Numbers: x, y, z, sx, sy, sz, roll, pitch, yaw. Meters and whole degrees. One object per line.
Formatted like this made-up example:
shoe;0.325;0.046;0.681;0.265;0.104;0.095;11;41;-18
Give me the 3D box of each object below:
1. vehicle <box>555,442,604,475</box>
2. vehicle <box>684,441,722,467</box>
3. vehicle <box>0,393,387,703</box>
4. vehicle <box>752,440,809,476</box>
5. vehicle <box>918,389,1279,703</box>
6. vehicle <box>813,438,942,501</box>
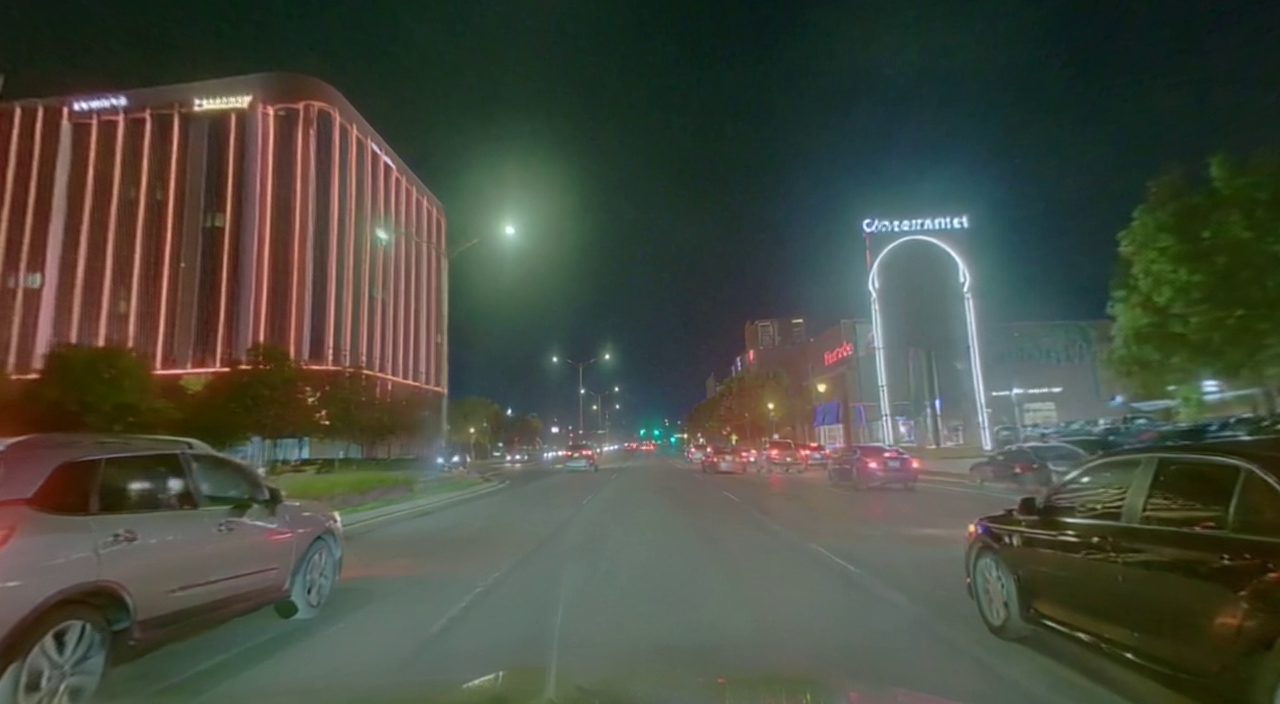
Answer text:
vehicle;-2.889;5.201;31.040;1.917;1.511;4.436;0;-8;1
vehicle;4.205;6.890;42.711;2.007;1.683;4.171;0;-8;-2
vehicle;-3.597;1.095;3.637;2.155;1.504;4.776;-1;-8;2
vehicle;7.652;5.798;34.778;2.003;1.789;4.718;0;-8;-1
vehicle;3.344;0.995;3.007;1.981;1.499;4.536;0;-8;0
vehicle;7.055;3.504;19.293;2.077;1.666;4.342;0;-8;-3
